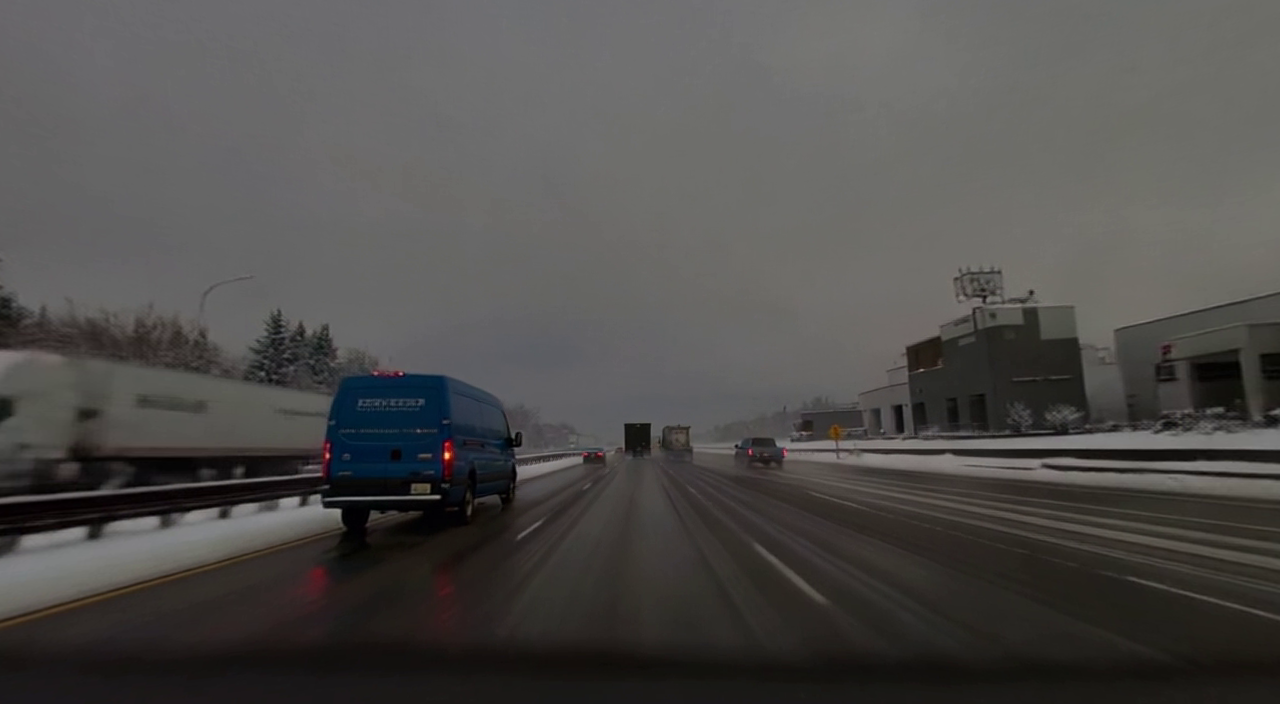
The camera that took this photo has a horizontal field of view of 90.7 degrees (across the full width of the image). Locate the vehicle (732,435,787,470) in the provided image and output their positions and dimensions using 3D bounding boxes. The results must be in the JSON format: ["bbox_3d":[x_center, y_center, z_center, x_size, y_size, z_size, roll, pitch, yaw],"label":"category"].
[{"bbox_3d":[7.091,6.045,38.229,2.216,1.918,5.742,0,-9,0],"label":"vehicle"}]

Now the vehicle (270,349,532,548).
[{"bbox_3d":[-4.017,1.868,12.548,2.557,2.855,6.674,0,-9,0],"label":"vehicle"}]

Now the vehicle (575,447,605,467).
[{"bbox_3d":[-3.826,8.129,49.336,2.024,1.472,4.014,0,-9,0],"label":"vehicle"}]

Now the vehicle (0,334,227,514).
[{"bbox_3d":[-15.869,2.170,17.982,3.008,4.054,7.573,0,-9,0],"label":"vehicle"}]
